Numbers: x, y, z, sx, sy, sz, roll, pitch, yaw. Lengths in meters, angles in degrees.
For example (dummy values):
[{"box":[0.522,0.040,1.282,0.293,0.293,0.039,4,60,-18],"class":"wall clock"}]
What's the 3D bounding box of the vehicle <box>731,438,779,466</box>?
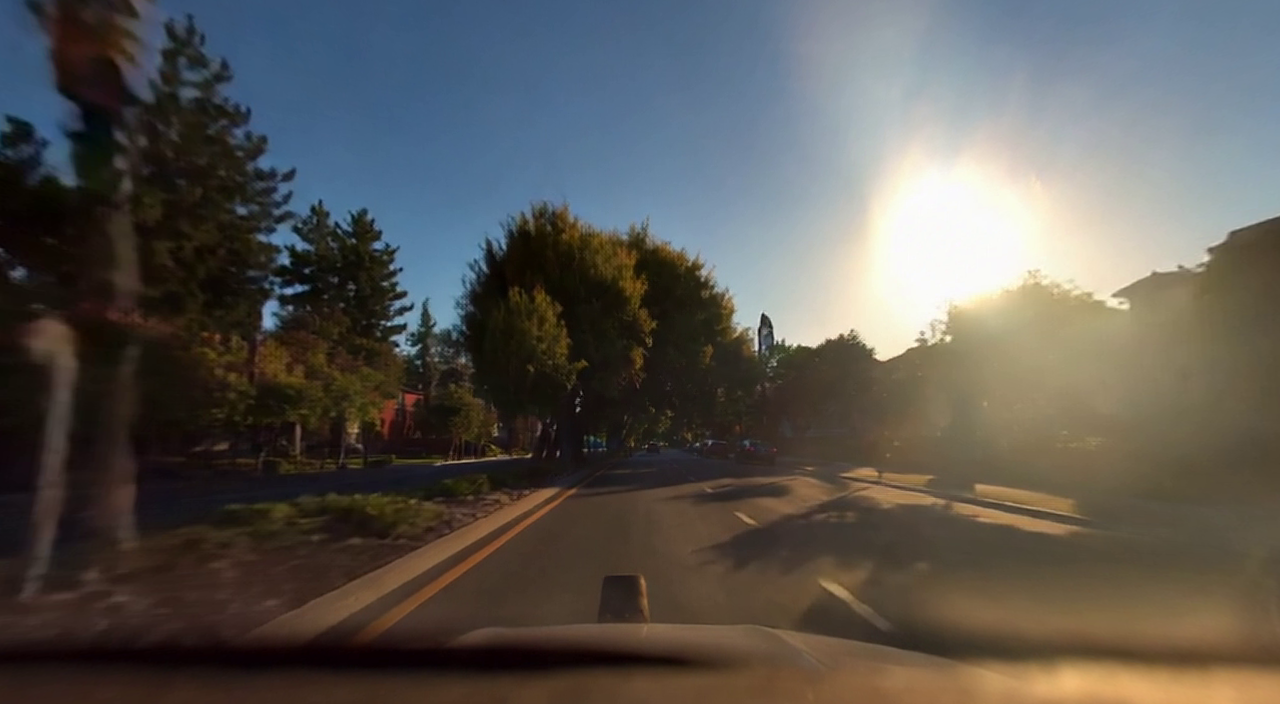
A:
[{"box":[7.181,6.281,39.862,2.126,1.639,4.539,0,-8,0],"class":"vehicle"}]
